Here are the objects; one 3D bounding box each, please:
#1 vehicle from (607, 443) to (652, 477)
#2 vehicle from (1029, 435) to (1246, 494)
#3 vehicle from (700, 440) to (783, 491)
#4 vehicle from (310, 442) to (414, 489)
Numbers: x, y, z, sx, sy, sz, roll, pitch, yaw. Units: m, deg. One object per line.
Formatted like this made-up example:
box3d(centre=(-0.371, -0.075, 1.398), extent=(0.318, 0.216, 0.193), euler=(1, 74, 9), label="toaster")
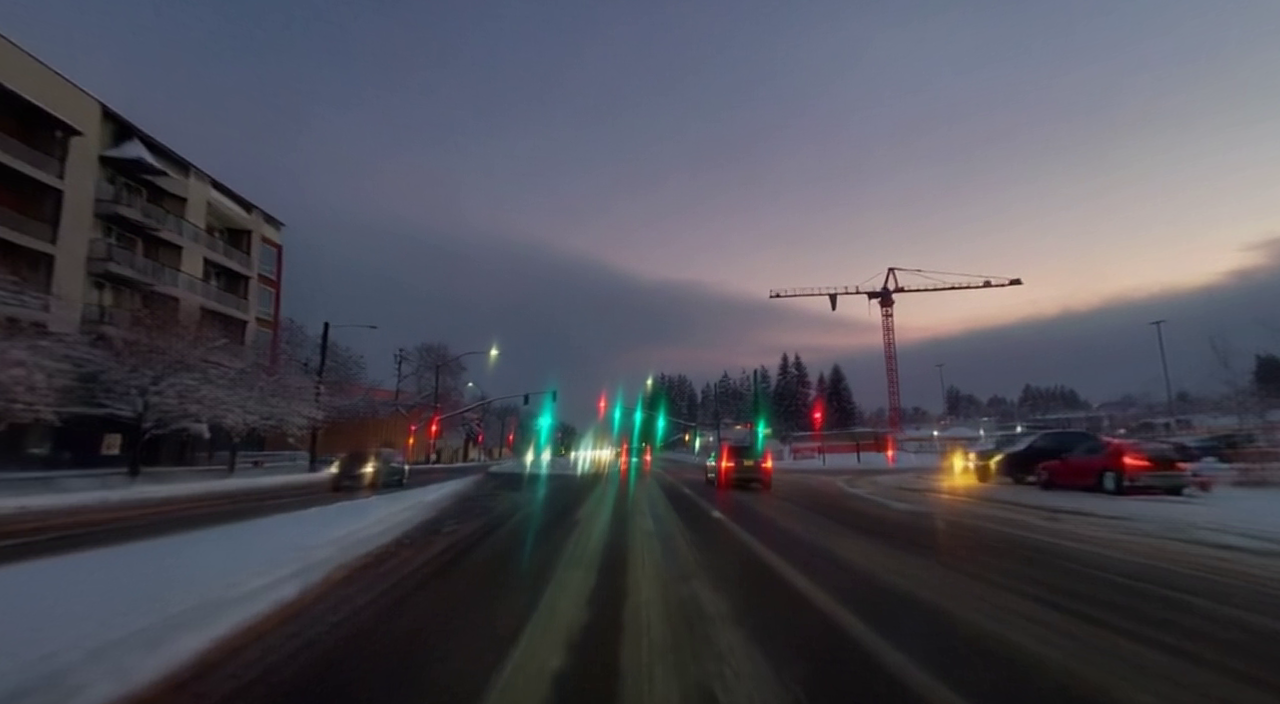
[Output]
box3d(centre=(-0.494, 5.068, 29.783), extent=(2.006, 1.487, 3.535), euler=(0, -9, -1), label="vehicle")
box3d(centre=(13.423, 3.056, 17.276), extent=(4.256, 1.469, 1.869), euler=(-1, -9, 2), label="vehicle")
box3d(centre=(3.202, 3.663, 20.705), extent=(1.910, 1.474, 4.003), euler=(0, -9, -2), label="vehicle")
box3d(centre=(-10.759, 4.412, 24.874), extent=(1.973, 1.646, 4.427), euler=(-1, -9, 2), label="vehicle")
